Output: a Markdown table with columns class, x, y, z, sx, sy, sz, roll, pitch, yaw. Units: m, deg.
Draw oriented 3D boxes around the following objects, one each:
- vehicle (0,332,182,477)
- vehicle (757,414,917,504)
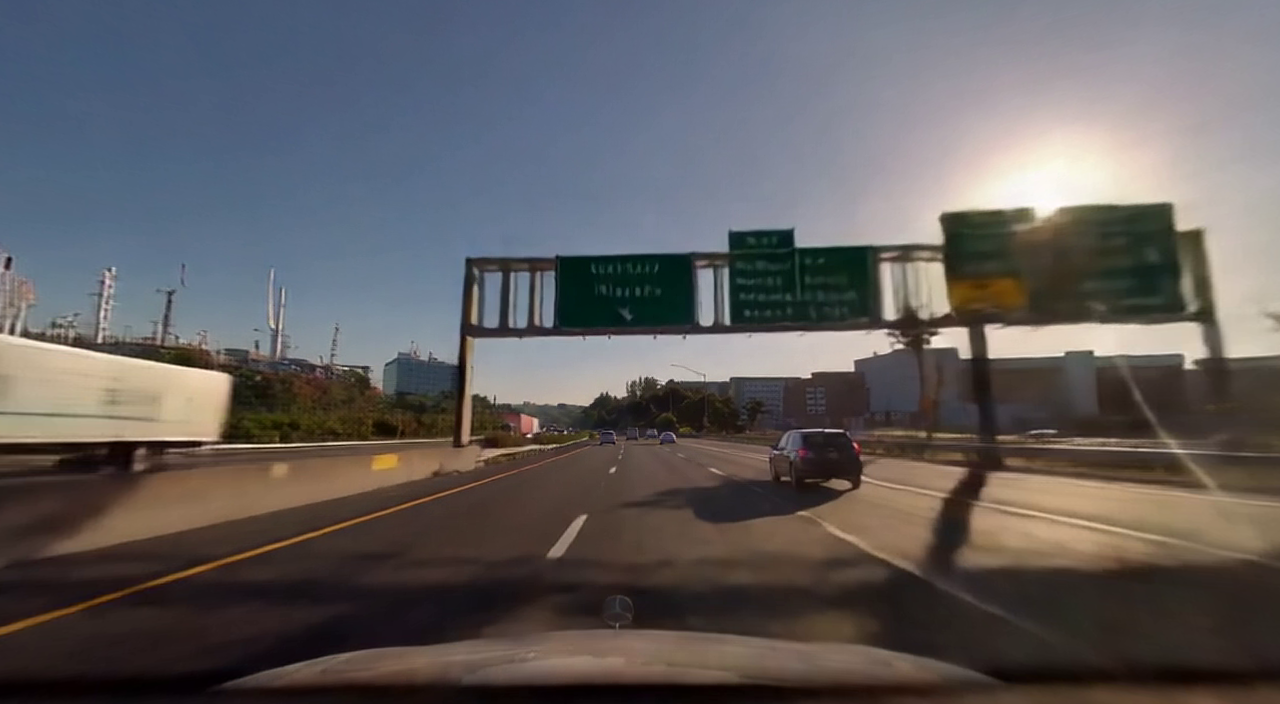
| class | x | y | z | sx | sy | sz | roll | pitch | yaw |
| --- | --- | --- | --- | --- | --- | --- | --- | --- | --- |
| vehicle | -18.680 | 1.326 | 16.283 | 2.981 | 3.857 | 14.529 | 0 | -8 | -1 |
| vehicle | 4.000 | 2.244 | 13.656 | 2.022 | 1.637 | 4.229 | 0 | -8 | -1 |
